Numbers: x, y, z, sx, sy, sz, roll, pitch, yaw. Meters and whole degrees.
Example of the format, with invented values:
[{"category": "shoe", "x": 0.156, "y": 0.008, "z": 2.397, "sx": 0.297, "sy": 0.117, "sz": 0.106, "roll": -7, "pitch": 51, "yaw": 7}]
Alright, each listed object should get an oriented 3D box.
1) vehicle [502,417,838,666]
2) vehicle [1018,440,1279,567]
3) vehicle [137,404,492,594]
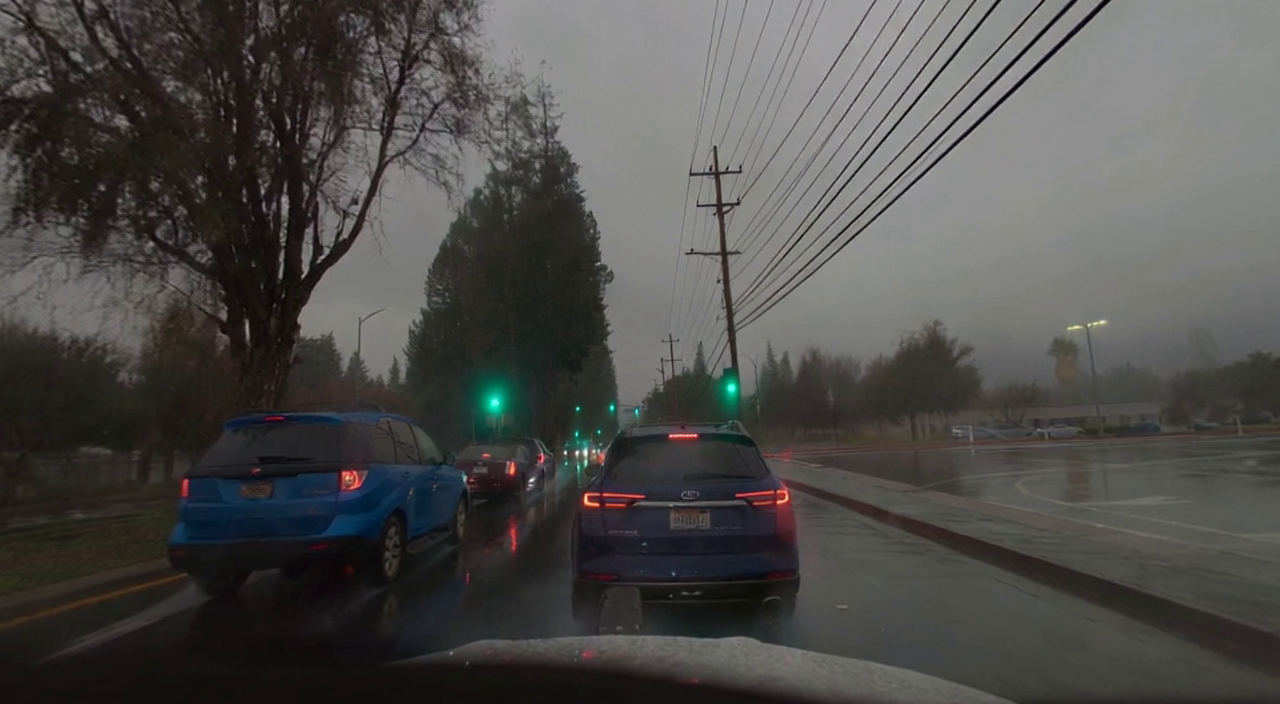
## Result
[{"category": "vehicle", "x": 0.118, "y": 1.457, "z": 5.939, "sx": 2.056, "sy": 1.487, "sz": 4.003, "roll": 0, "pitch": -9, "yaw": -2}, {"category": "vehicle", "x": 8.380, "y": 2.162, "z": 9.920, "sx": 1.993, "sy": 1.508, "sz": 4.521, "roll": 0, "pitch": -9, "yaw": -1}, {"category": "vehicle", "x": -3.473, "y": 1.655, "z": 7.962, "sx": 2.105, "sy": 1.706, "sz": 4.337, "roll": 0, "pitch": -9, "yaw": 0}]
